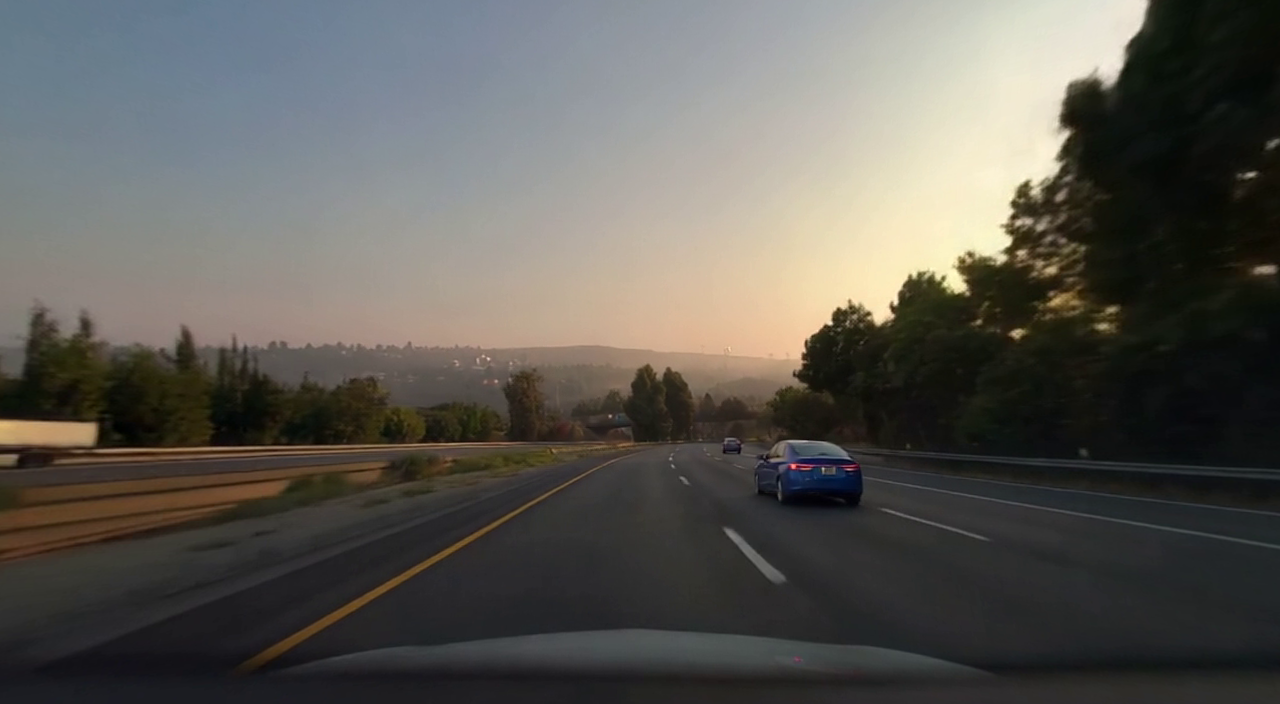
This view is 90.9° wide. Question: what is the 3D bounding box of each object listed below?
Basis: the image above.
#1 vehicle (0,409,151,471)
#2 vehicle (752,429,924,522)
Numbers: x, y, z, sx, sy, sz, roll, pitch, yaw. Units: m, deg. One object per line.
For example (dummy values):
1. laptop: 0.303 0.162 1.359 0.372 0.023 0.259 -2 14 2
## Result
1. vehicle: -38.585 5.709 40.649 2.819 3.585 13.768 -1 -8 2
2. vehicle: 3.721 2.394 12.823 2.050 1.546 4.344 0 -8 0
